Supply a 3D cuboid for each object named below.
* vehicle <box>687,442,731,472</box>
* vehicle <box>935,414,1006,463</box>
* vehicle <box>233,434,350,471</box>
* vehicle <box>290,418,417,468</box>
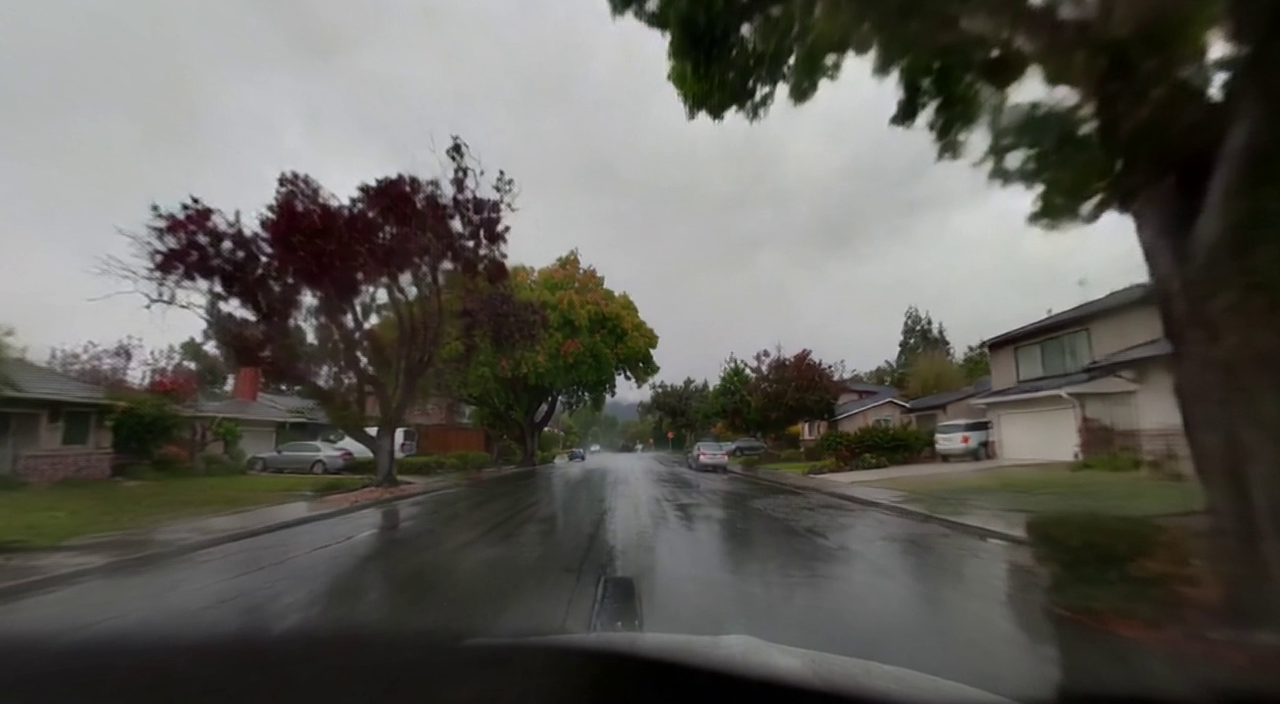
[{"bbox_3d":[3.715,5.720,34.605,2.011,1.521,4.292,0,-8,1],"label":"vehicle"},{"bbox_3d":[14.742,3.848,27.960,2.222,1.963,4.670,-6,-10,33],"label":"vehicle"},{"bbox_3d":[-15.955,4.636,29.034,2.018,1.534,4.253,-4,-10,25],"label":"vehicle"},{"bbox_3d":[-16.972,5.440,37.454,6.381,2.645,2.703,-3,-9,10],"label":"vehicle"}]
